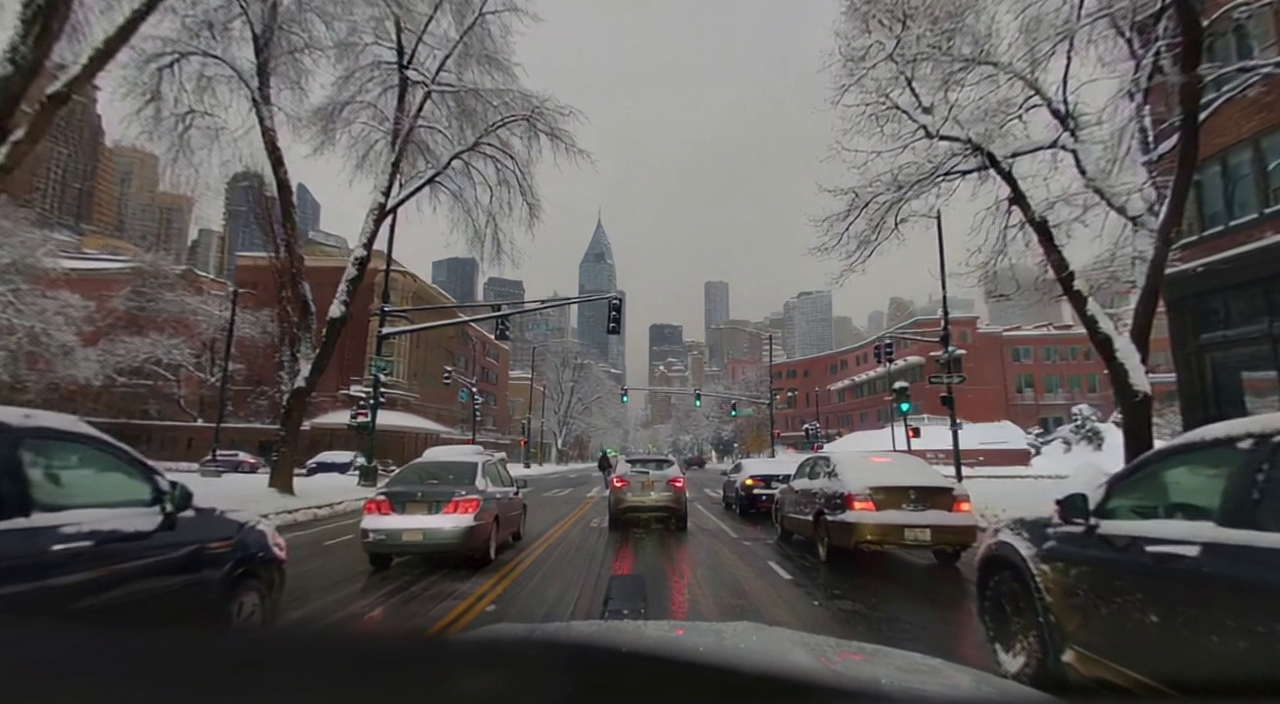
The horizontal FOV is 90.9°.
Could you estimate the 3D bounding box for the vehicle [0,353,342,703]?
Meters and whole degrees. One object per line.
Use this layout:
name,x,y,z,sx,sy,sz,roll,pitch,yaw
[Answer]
vehicle,-3.391,0.969,2.837,2.046,1.744,4.407,0,-9,-2

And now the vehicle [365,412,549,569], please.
vehicle,-2.675,2.093,10.191,1.683,2.039,3.703,0,-9,3

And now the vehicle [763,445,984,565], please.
vehicle,3.501,2.349,10.560,1.973,1.537,4.533,0,-9,0

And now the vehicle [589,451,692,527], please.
vehicle,0.010,2.996,14.360,2.031,1.461,3.763,0,-9,0

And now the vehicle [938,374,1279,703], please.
vehicle,3.296,0.948,2.487,2.179,1.631,4.173,0,-9,0
